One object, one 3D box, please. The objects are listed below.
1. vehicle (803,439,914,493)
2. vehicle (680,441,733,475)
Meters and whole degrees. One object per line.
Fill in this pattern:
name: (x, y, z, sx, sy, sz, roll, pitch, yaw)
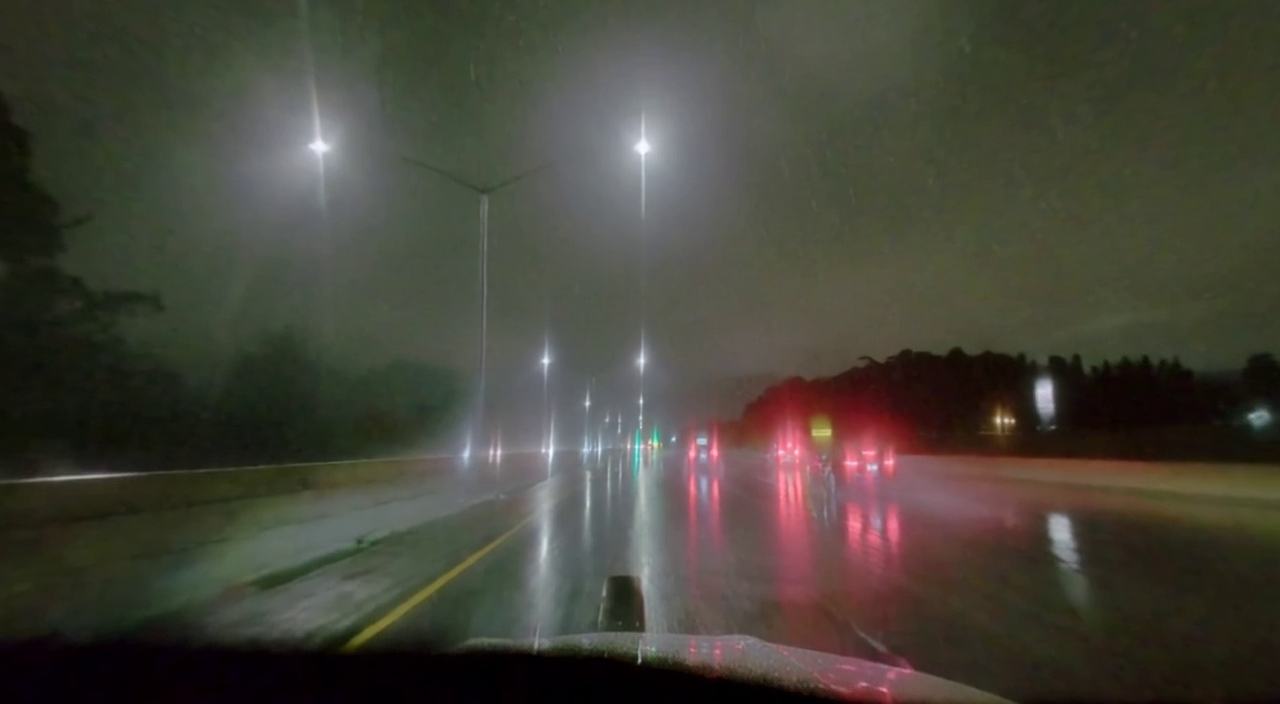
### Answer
vehicle: (6.788, 3.562, 20.114, 2.038, 1.528, 3.910, 0, -9, -1)
vehicle: (3.229, 5.241, 31.454, 2.056, 1.553, 4.320, 0, -9, -2)
